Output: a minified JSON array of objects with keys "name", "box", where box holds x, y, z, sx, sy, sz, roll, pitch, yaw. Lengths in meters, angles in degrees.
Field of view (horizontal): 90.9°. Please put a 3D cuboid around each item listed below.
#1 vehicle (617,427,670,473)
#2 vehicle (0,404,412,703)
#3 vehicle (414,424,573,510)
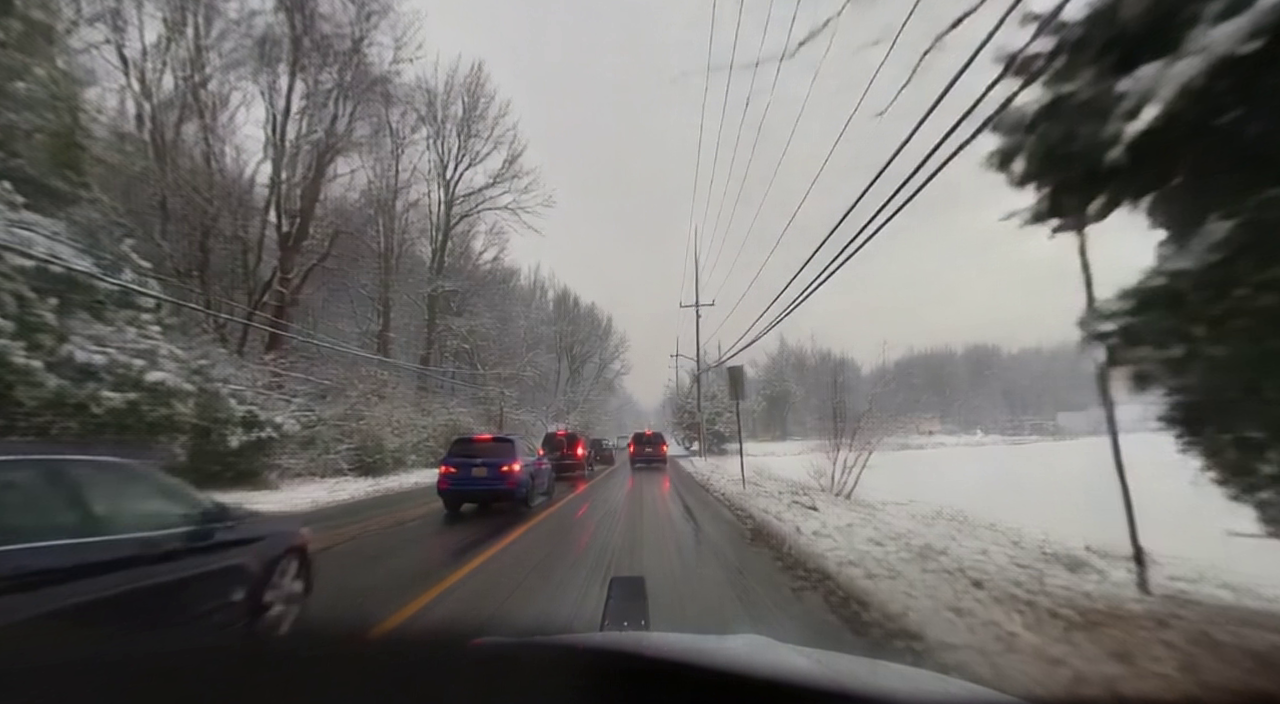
[{"name":"vehicle","box":[0.239,4.402,28.517,2.241,1.912,4.095,0,-8,3]},{"name":"vehicle","box":[-3.212,1.046,2.969,2.260,1.465,4.972,0,-8,2]},{"name":"vehicle","box":[-2.959,2.462,14.028,2.180,1.546,4.755,0,-8,3]}]
